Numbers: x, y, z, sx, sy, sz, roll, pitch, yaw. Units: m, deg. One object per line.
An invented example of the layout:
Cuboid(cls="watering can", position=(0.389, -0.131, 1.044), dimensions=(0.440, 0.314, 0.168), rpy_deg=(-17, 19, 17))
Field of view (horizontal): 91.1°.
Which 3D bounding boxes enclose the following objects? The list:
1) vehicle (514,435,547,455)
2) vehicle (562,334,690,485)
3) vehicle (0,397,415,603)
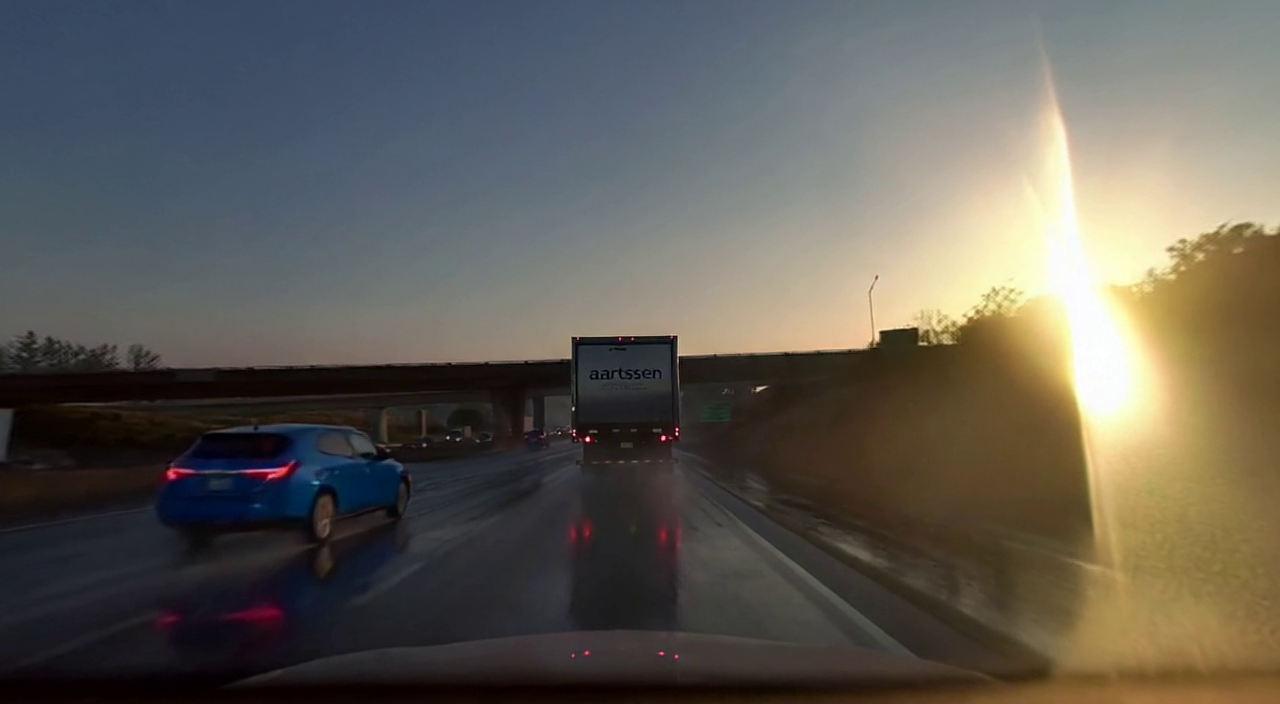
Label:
Cuboid(cls="vehicle", position=(-8.651, 7.356, 49.903), dimensions=(1.940, 1.488, 3.976), rpy_deg=(0, -8, 0))
Cuboid(cls="vehicle", position=(-0.436, 2.260, 22.522), dimensions=(3.442, 4.106, 10.719), rpy_deg=(0, -8, -1))
Cuboid(cls="vehicle", position=(-4.632, 1.514, 7.536), dimensions=(2.052, 1.639, 4.894), rpy_deg=(0, -8, 0))
